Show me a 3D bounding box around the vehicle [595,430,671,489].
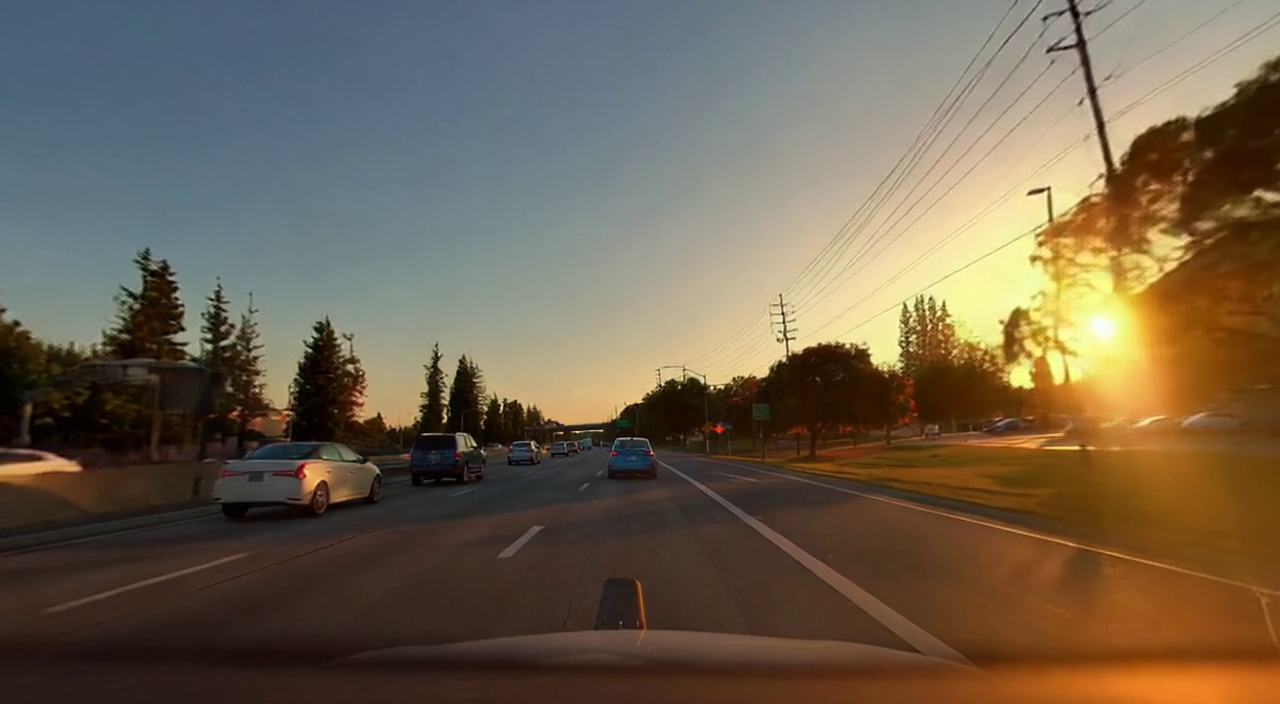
[{"bbox_3d":[-0.216,3.346,20.001,2.140,1.653,4.108,0,-8,-1],"label":"vehicle"}]

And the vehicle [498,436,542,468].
[{"bbox_3d":[-7.131,5.967,37.918,1.914,1.756,4.179,0,-8,-2],"label":"vehicle"}]

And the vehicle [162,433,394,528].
[{"bbox_3d":[-6.677,2.391,12.411,1.900,1.483,4.547,0,-8,0],"label":"vehicle"}]

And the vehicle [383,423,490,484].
[{"bbox_3d":[-6.995,3.557,22.390,2.144,1.905,4.967,0,-8,0],"label":"vehicle"}]
